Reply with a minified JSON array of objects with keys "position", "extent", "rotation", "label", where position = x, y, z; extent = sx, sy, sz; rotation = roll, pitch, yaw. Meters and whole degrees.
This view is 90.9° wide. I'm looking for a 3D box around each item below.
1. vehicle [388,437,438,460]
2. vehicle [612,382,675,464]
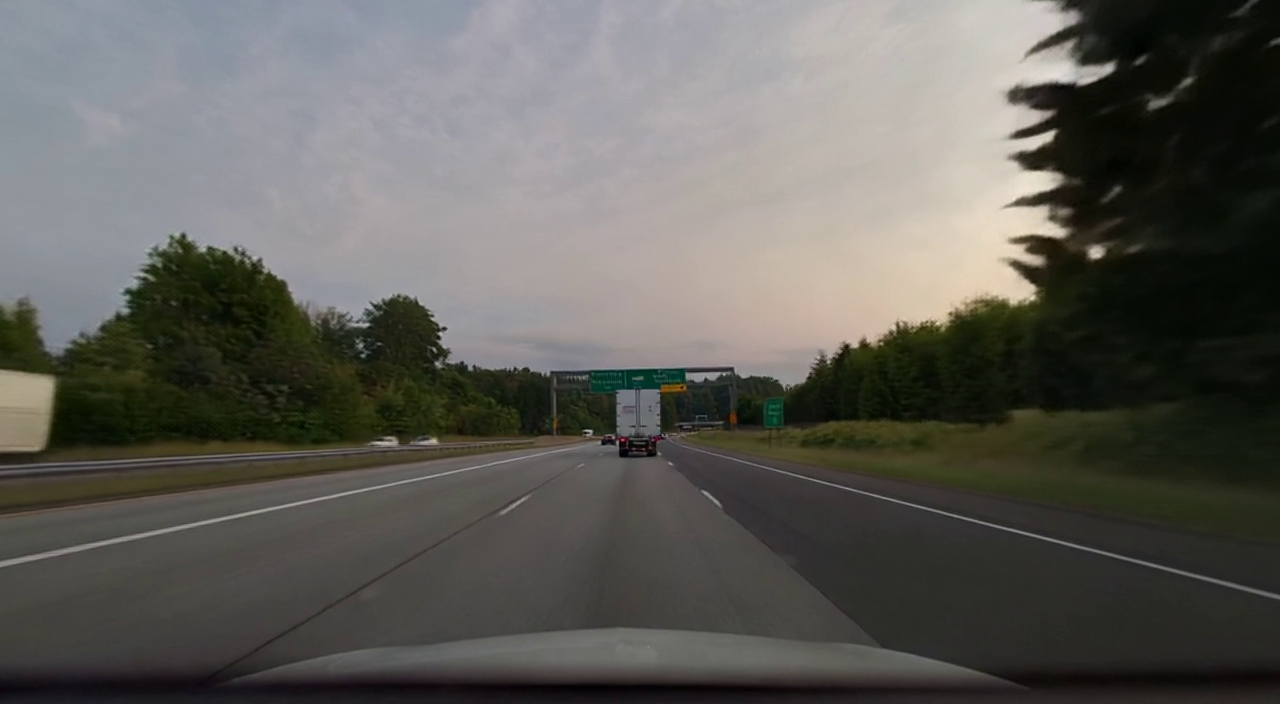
[{"position":[-17.521,7.438,48.819],"extent":[2.091,1.672,4.610],"rotation":[0,-8,1],"label":"vehicle"},{"position":[0.084,3.800,33.039],"extent":[2.855,3.741,8.587],"rotation":[0,-8,-1],"label":"vehicle"}]
